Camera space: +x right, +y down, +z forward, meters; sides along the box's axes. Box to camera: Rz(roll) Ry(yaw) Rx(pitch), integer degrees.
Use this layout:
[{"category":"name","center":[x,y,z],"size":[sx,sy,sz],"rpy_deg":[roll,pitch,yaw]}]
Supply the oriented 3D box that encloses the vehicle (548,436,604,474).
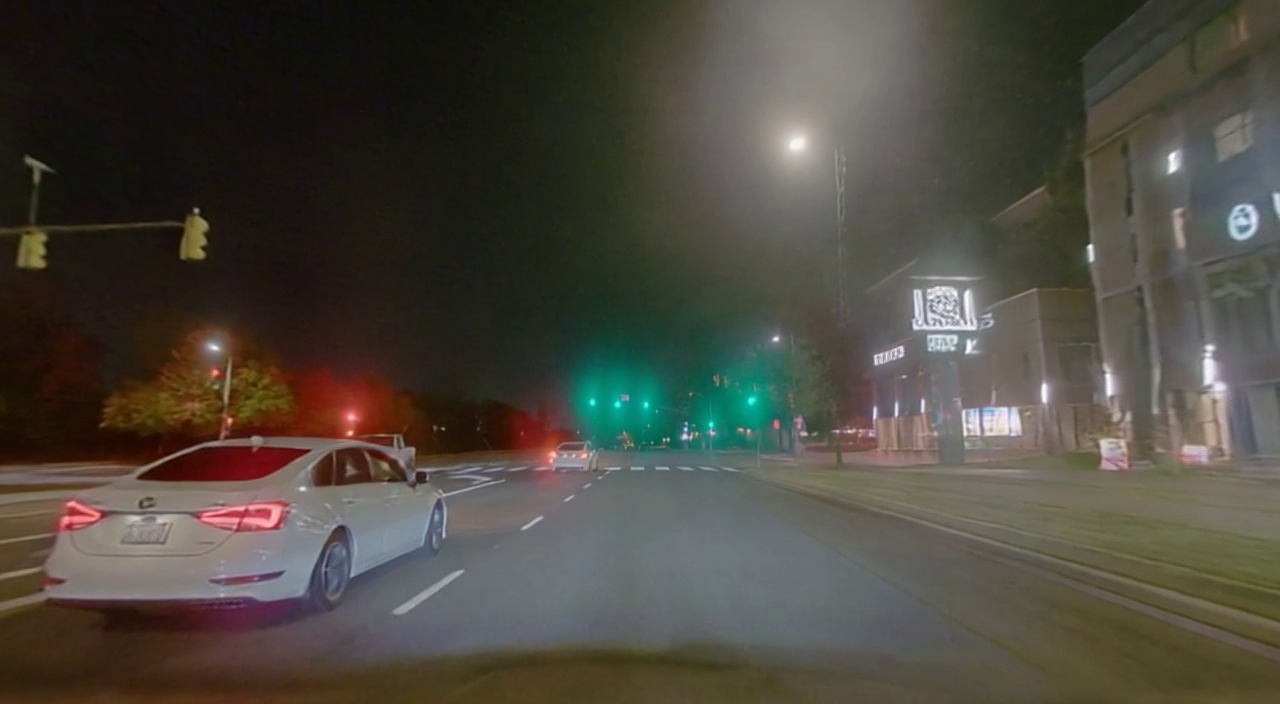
[{"category":"vehicle","center":[-2.968,4.896,30.167],"size":[2.109,1.692,4.220],"rpy_deg":[0,-8,2]}]

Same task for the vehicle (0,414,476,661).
[{"category":"vehicle","center":[-3.203,1.449,6.070],"size":[2.018,1.477,4.401],"rpy_deg":[0,-8,1]}]
